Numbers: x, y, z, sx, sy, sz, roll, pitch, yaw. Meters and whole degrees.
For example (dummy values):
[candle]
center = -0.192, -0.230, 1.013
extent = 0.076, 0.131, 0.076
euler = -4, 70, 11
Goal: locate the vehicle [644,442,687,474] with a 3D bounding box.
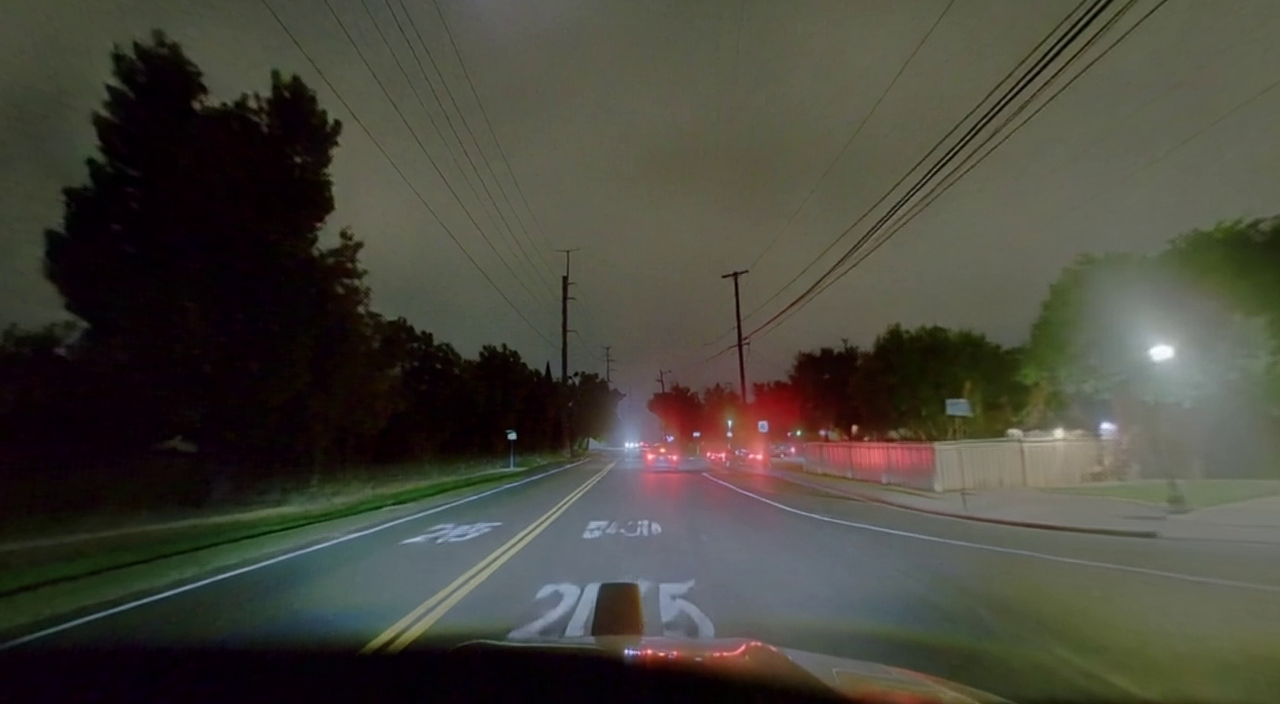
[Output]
[vehicle]
center = 1.187, 5.181, 31.086
extent = 1.975, 1.497, 3.647
euler = 0, -8, 0
